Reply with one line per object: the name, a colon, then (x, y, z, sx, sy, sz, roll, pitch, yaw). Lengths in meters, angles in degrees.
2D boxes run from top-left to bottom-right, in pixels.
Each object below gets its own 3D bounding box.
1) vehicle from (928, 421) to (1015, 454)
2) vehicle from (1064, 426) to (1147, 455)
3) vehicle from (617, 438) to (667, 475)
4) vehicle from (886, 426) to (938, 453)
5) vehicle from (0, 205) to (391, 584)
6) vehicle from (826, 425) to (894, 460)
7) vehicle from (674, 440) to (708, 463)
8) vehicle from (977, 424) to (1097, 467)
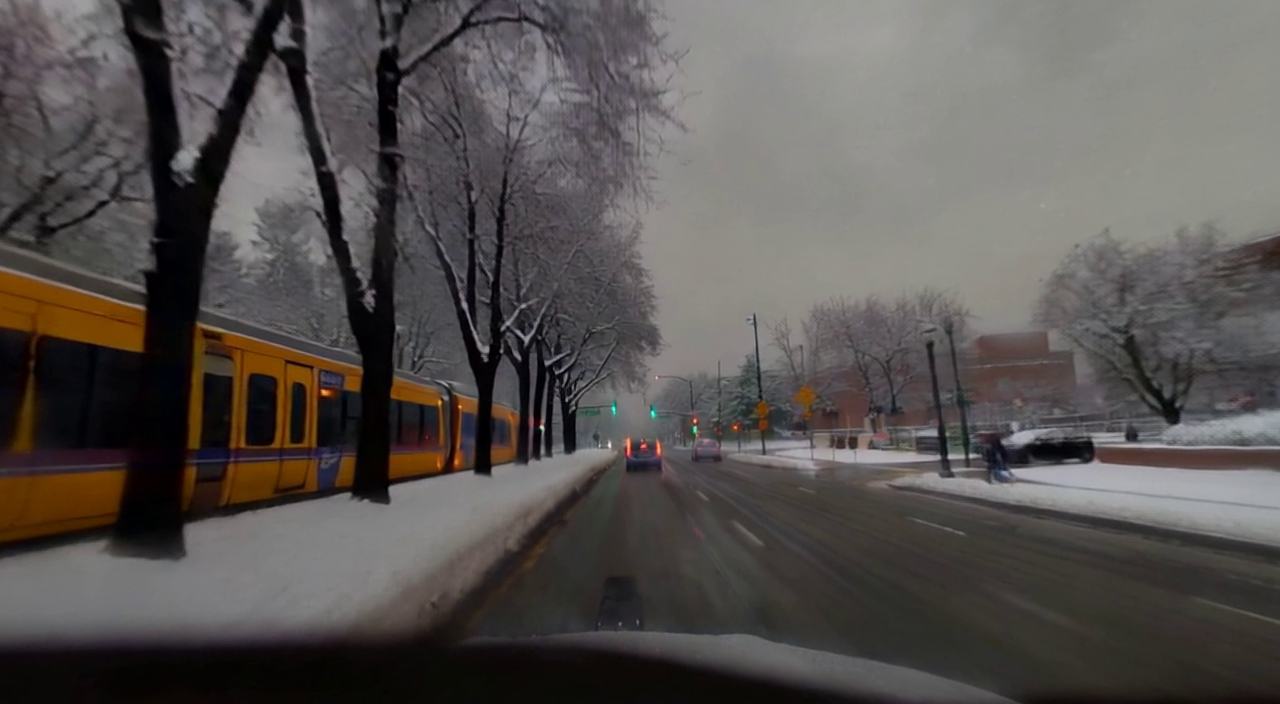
vehicle: (19.435, 5.101, 37.420, 2.159, 1.817, 5.675, 0, -8, 1)
vehicle: (26.828, 5.059, 36.566, 1.809, 1.455, 3.959, -3, -6, 2)
vehicle: (0.076, 4.556, 27.782, 2.002, 1.471, 4.337, 0, -8, 0)
vehicle: (19.699, 6.370, 46.010, 1.914, 1.823, 4.334, 0, -8, 2)
vehicle: (-7.750, 0.759, 9.087, 2.897, 3.700, 13.528, 0, -7, 0)
vehicle: (13.226, 5.507, 38.387, 2.145, 1.911, 5.581, 0, -8, 0)
vehicle: (3.378, 6.727, 42.717, 1.944, 1.447, 4.392, 0, -8, 0)
vehicle: (15.332, 3.642, 24.743, 1.780, 1.498, 4.611, 0, -8, 1)
